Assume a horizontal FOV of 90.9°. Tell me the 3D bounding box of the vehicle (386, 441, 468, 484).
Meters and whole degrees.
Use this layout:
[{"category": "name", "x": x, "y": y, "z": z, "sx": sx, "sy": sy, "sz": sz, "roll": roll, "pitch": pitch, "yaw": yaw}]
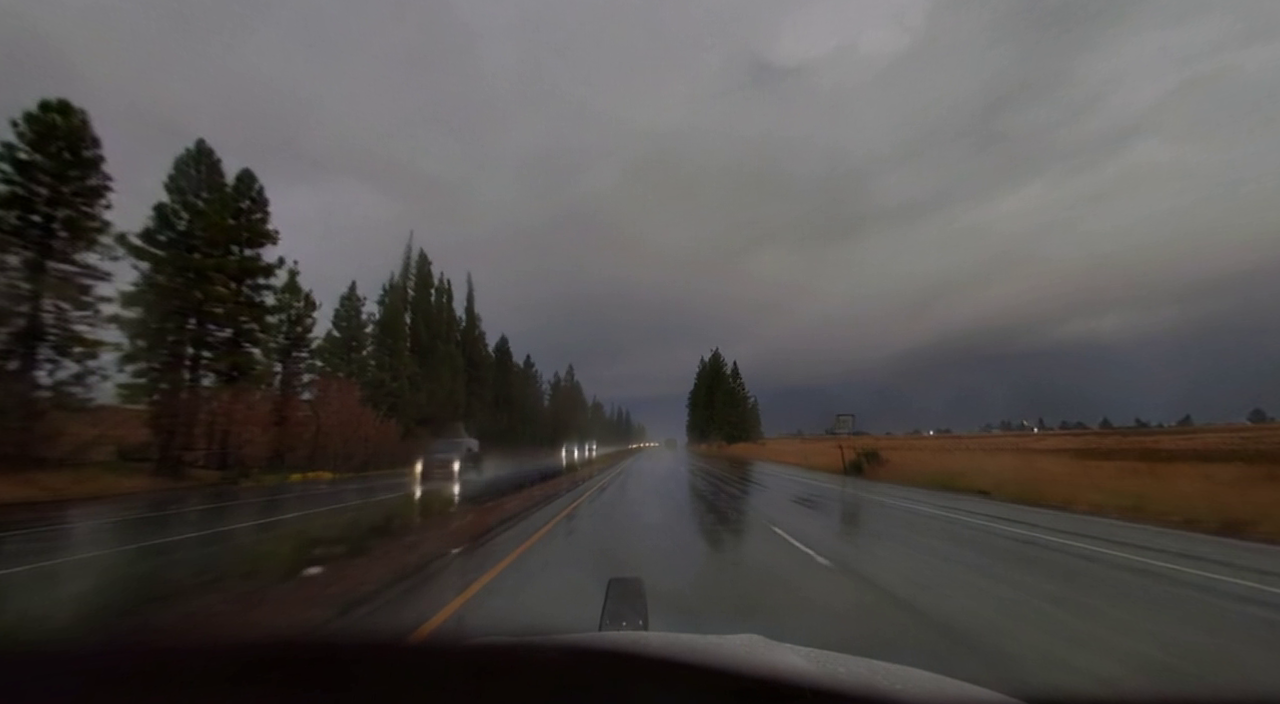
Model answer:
[{"category": "vehicle", "x": -8.912, "y": 4.623, "z": 26.819, "sx": 1.951, "sy": 1.654, "sz": 4.345, "roll": 0, "pitch": -8, "yaw": 1}]
